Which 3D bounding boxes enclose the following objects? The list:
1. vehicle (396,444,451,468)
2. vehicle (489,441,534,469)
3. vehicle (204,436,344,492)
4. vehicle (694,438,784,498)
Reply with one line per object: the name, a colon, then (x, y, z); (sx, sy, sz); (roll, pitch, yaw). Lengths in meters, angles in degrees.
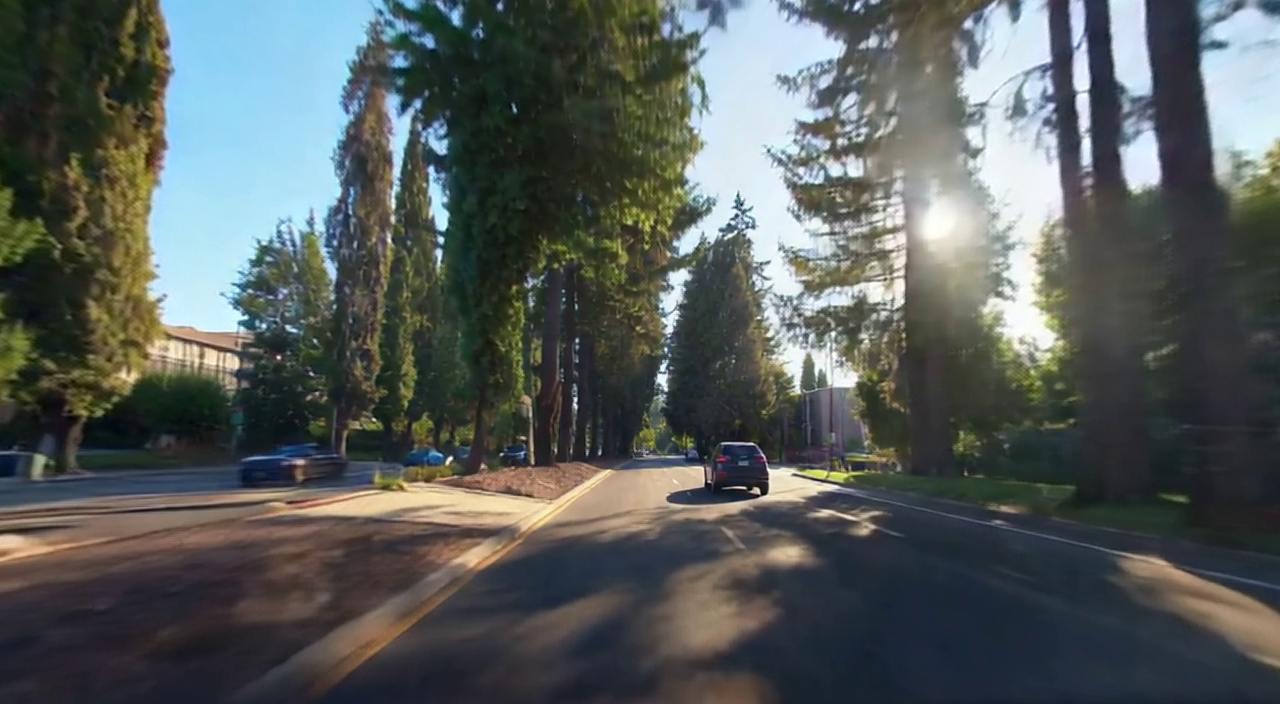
vehicle: (-14.283, 6.862, 41.802); (2.094, 1.504, 4.283); (0, -9, 1)
vehicle: (-8.507, 6.862, 42.121); (2.070, 1.703, 4.301); (0, -9, 0)
vehicle: (-11.581, 3.554, 20.362); (1.879, 1.563, 4.322); (0, -8, 0)
vehicle: (3.051, 3.688, 20.524); (2.108, 1.712, 4.616); (0, -9, -1)
